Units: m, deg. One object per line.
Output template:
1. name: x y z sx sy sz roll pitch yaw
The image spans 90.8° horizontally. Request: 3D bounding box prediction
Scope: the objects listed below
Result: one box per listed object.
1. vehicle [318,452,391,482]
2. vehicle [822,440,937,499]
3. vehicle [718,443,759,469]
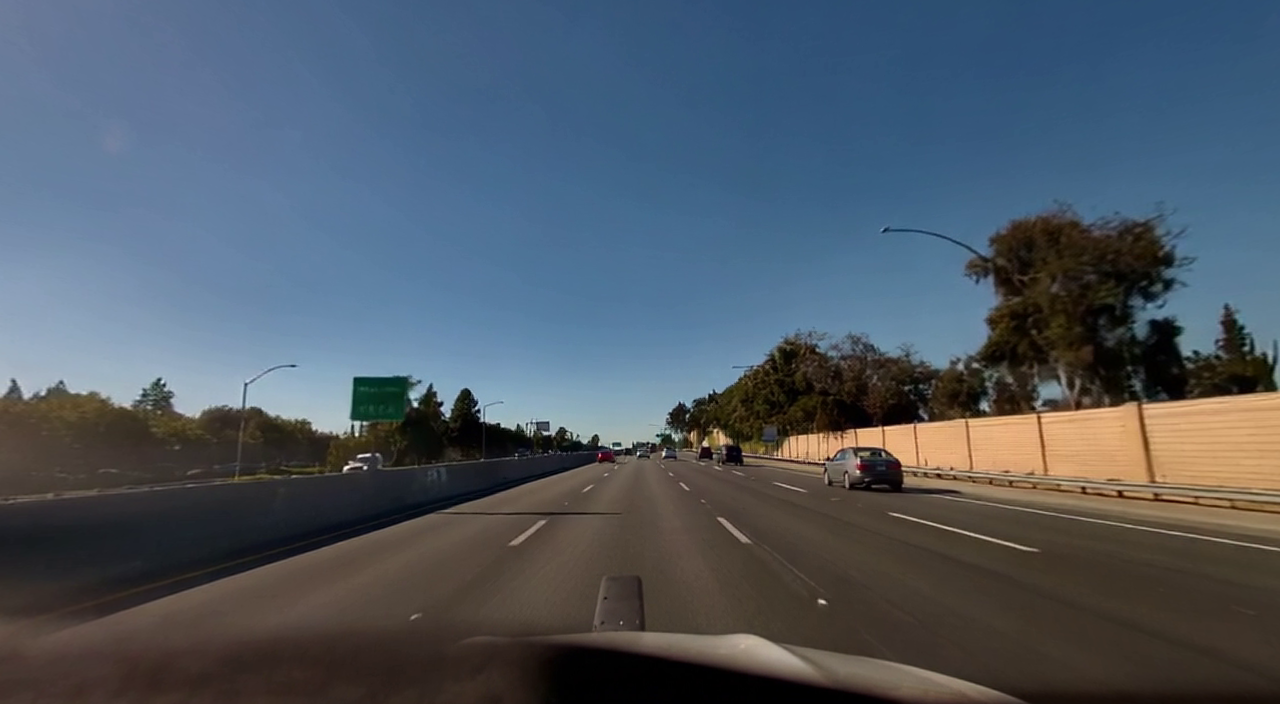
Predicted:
1. vehicle: -18.826 7.578 41.970 2.146 1.797 5.570 0 -8 1
2. vehicle: 6.771 3.331 18.309 1.838 1.518 3.713 0 -8 0
3. vehicle: 6.632 7.036 42.989 1.987 1.597 4.463 0 -8 -1
